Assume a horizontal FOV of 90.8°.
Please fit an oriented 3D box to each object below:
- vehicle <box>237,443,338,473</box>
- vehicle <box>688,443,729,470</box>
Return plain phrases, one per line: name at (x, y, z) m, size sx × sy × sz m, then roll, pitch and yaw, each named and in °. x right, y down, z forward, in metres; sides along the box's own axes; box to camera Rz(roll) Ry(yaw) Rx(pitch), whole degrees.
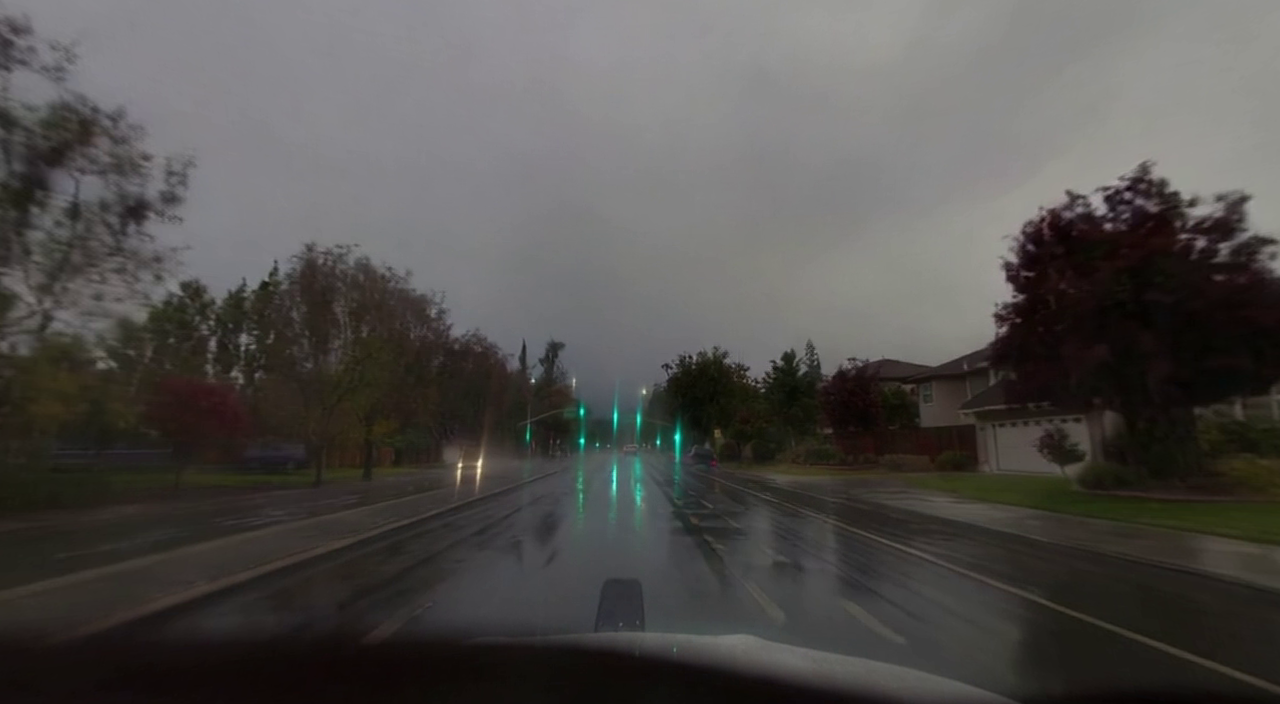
vehicle at (-21.223, 6.385, 38.142) m, size 4.853 × 1.754 × 2.095 m, roll -1°, pitch -9°, yaw 3°
vehicle at (4.642, 7.212, 43.808) m, size 2.180 × 1.782 × 4.790 m, roll 0°, pitch -9°, yaw -1°
